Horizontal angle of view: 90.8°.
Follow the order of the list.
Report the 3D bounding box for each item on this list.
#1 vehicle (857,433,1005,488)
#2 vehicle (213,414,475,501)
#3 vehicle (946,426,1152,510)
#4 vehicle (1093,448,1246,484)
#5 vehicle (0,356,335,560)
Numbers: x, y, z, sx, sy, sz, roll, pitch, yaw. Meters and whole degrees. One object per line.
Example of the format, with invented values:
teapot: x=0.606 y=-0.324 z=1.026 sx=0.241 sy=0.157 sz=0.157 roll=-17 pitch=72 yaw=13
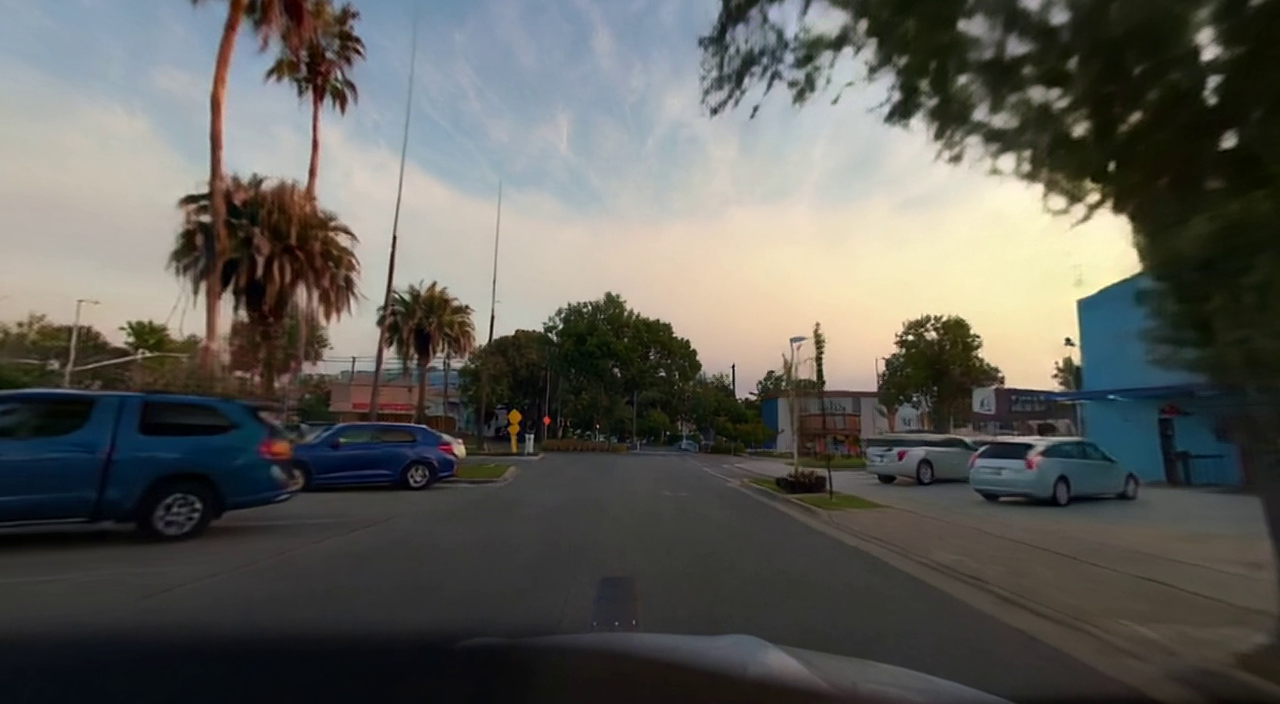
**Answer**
vehicle: x=9.764 y=3.557 z=21.133 sx=4.651 sy=1.610 sz=2.157 roll=5 pitch=-9 yaw=-30
vehicle: x=-6.018 y=2.113 z=13.116 sx=4.542 sy=1.483 sz=2.174 roll=5 pitch=-9 yaw=-31
vehicle: x=10.001 y=2.769 z=15.411 sx=4.758 sy=1.759 sz=2.068 roll=5 pitch=-10 yaw=-28
vehicle: x=25.082 y=5.371 z=30.164 sx=1.785 sy=1.539 sz=5.214 roll=6 pitch=-10 yaw=-34
vehicle: x=-6.191 y=1.106 z=6.909 sx=4.787 sy=1.867 sz=2.092 roll=5 pitch=-9 yaw=-34
